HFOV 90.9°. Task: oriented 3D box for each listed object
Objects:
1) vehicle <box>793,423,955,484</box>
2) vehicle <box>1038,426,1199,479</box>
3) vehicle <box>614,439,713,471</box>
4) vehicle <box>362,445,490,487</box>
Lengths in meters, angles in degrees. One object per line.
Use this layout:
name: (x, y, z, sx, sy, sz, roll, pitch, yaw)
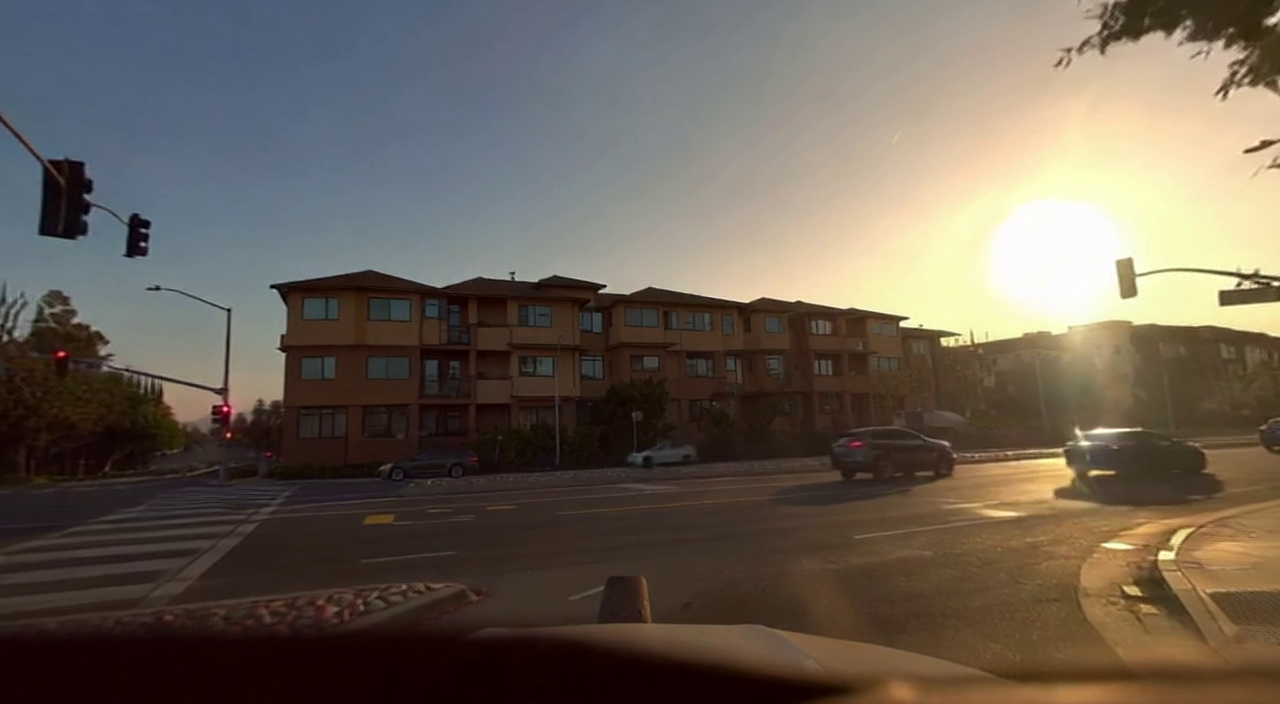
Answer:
vehicle: (7.291, 3.135, 19.665, 4.683, 1.678, 1.981, 4, -9, -26)
vehicle: (14.517, 3.022, 19.122, 4.521, 1.433, 1.943, 4, -9, -26)
vehicle: (1.237, 5.258, 32.409, 4.751, 1.487, 1.888, 4, -9, -26)
vehicle: (-8.013, 4.232, 23.698, 4.289, 1.415, 1.774, 4, -9, -27)
